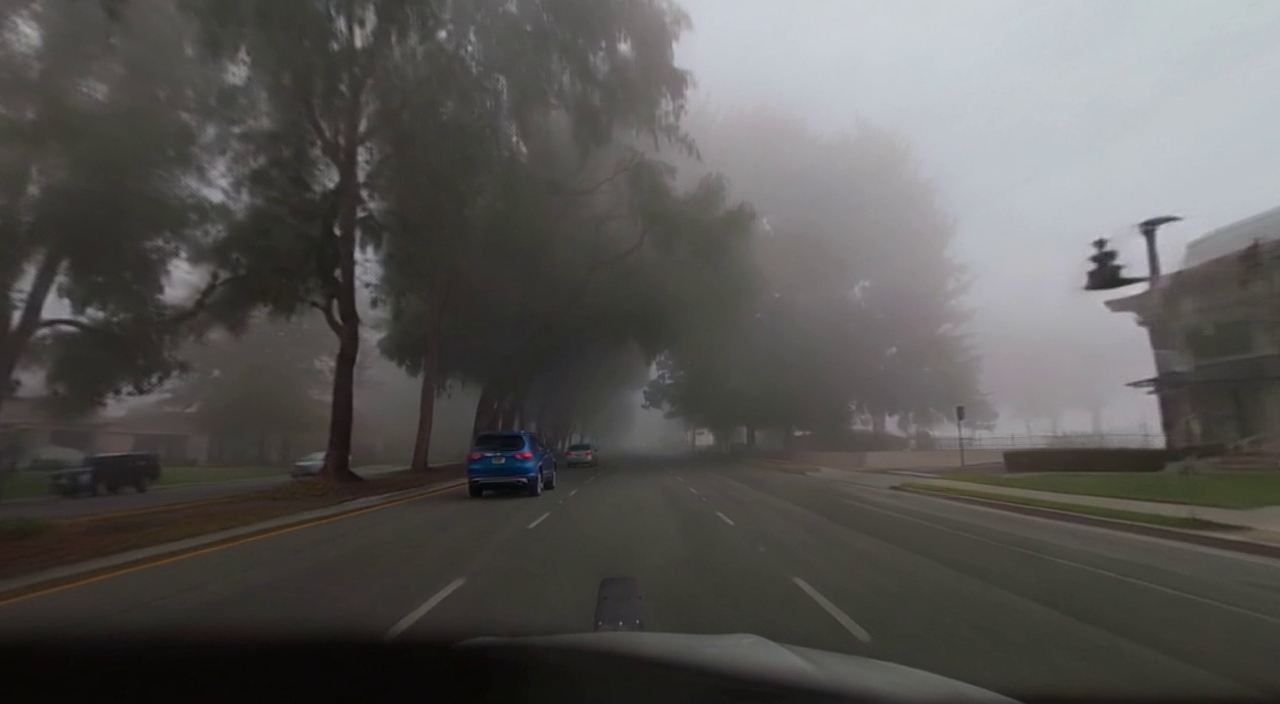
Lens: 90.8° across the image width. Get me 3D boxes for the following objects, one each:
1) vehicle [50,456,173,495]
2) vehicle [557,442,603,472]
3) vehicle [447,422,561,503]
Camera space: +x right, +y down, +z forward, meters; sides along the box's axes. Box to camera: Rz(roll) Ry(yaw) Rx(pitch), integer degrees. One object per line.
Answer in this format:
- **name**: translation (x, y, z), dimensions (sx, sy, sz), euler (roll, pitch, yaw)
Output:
- **vehicle**: translation (-22.879, 5.318, 27.590), dimensions (1.906, 1.494, 3.966), euler (0, -8, 0)
- **vehicle**: translation (-3.122, 5.580, 33.862), dimensions (2.069, 1.470, 4.601), euler (0, -8, 0)
- **vehicle**: translation (-3.361, 2.829, 16.582), dimensions (2.042, 1.817, 4.364), euler (0, -8, 0)
